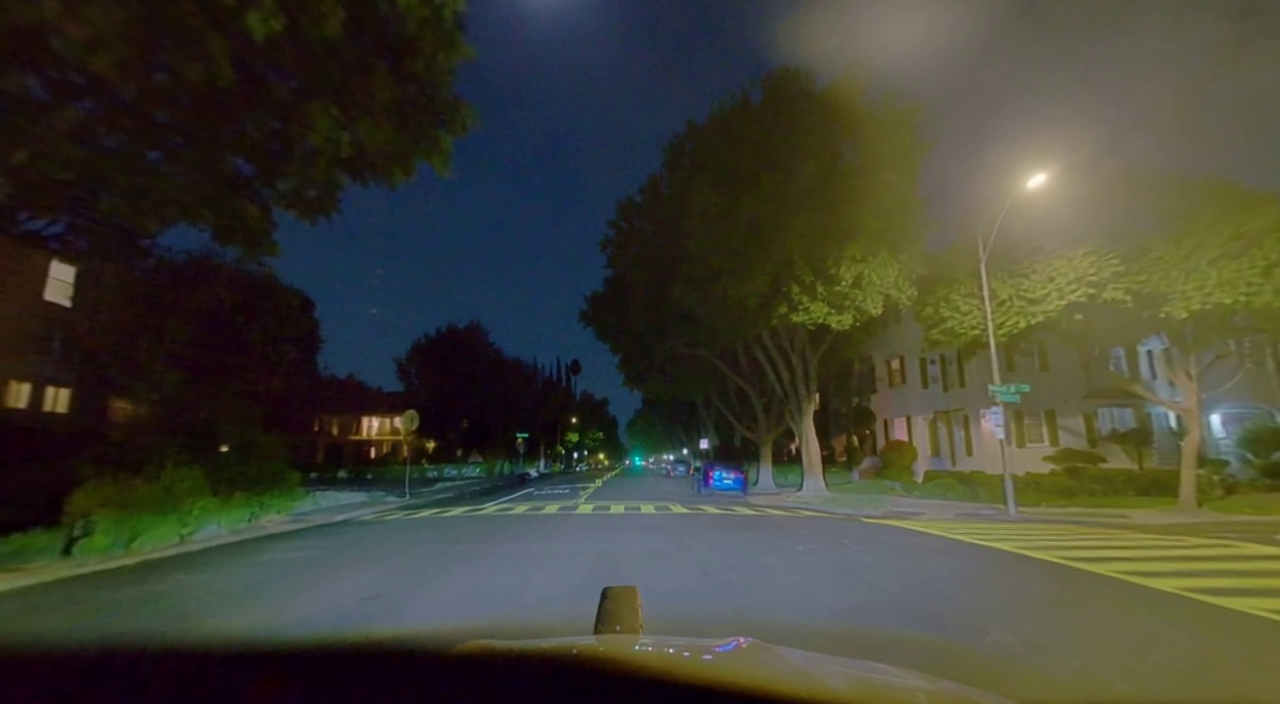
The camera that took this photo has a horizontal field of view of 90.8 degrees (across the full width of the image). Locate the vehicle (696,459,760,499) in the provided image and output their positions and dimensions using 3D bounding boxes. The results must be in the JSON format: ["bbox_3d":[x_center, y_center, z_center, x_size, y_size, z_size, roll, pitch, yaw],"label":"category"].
[{"bbox_3d":[3.668,5.400,27.154,1.961,1.472,4.434,0,-8,-2],"label":"vehicle"}]
